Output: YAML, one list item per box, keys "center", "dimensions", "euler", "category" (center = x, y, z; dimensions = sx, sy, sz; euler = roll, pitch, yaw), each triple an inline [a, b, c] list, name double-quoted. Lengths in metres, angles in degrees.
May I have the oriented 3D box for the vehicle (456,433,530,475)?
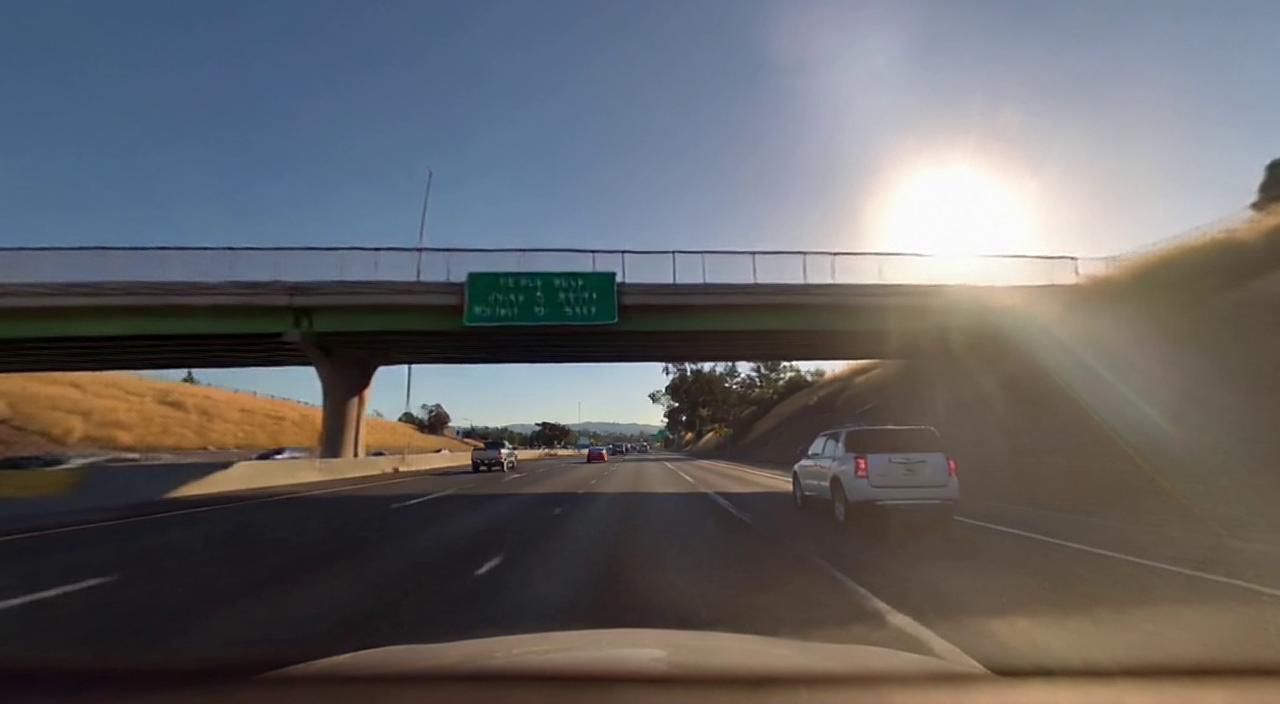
- center: [-7.393, 5.236, 32.448]
  dimensions: [2.341, 1.959, 5.684]
  euler: [0, -9, 1]
  category: "vehicle"

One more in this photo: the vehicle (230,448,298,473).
- center: [-26.077, 7.512, 43.826]
  dimensions: [1.896, 1.615, 4.486]
  euler: [0, -9, 0]
  category: "vehicle"

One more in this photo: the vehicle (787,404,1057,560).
- center: [3.652, 1.776, 9.231]
  dimensions: [1.990, 1.735, 4.276]
  euler: [0, -9, 1]
  category: "vehicle"

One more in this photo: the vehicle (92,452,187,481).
- center: [-30.028, 6.845, 37.981]
  dimensions: [1.946, 1.568, 4.592]
  euler: [0, -9, -1]
  category: "vehicle"

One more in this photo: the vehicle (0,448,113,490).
- center: [-25.871, 4.992, 27.275]
  dimensions: [1.993, 1.614, 4.606]
  euler: [0, -9, 1]
  category: "vehicle"
